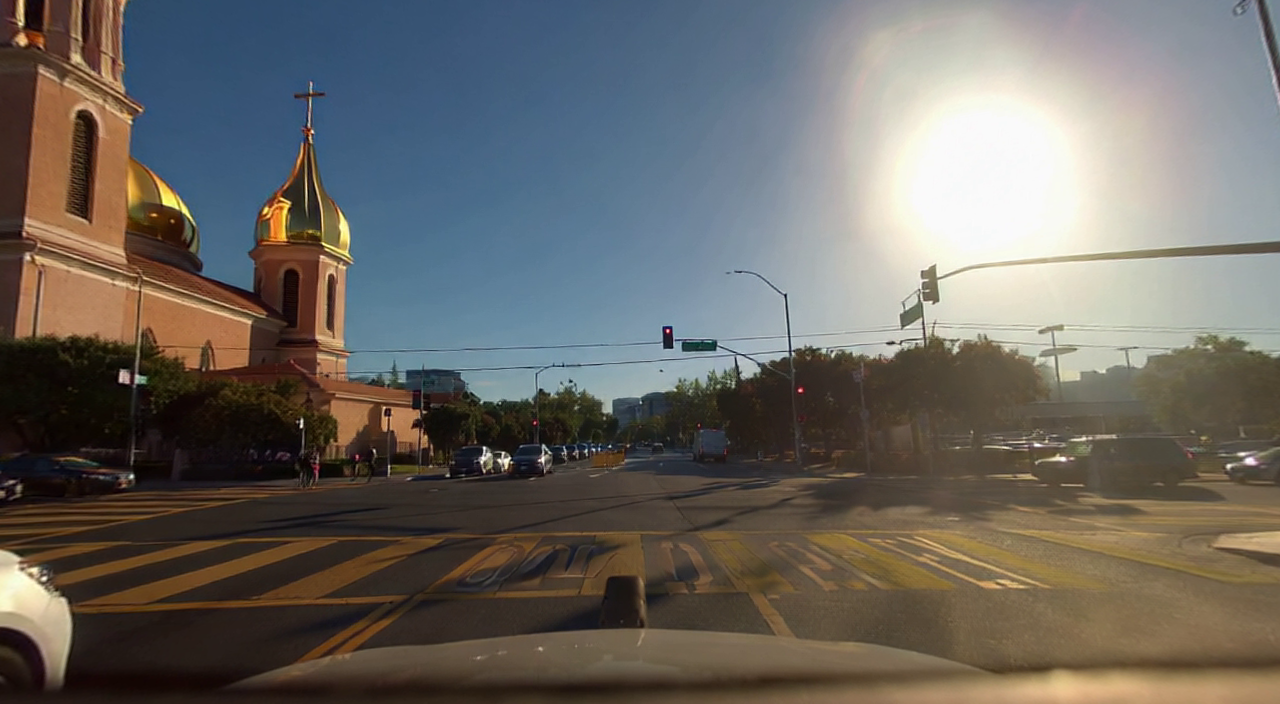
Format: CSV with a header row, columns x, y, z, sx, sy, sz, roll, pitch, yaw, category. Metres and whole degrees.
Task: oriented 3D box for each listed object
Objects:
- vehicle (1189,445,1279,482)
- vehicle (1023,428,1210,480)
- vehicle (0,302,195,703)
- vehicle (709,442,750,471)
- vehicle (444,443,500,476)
x,y,z,sx,sy,sz,roll,pitch,yaw,category
26.375,4.687,26.693,4.561,1.475,1.850,0,-8,0,vehicle
19.868,4.288,26.574,5.852,2.057,2.361,0,-8,0,vehicle
-3.884,0.539,0.917,2.251,2.009,5.688,0,-8,1,vehicle
5.812,6.836,41.502,1.969,1.776,4.329,0,-8,-1,vehicle
-10.245,6.604,38.965,2.076,1.876,4.669,0,-8,1,vehicle
